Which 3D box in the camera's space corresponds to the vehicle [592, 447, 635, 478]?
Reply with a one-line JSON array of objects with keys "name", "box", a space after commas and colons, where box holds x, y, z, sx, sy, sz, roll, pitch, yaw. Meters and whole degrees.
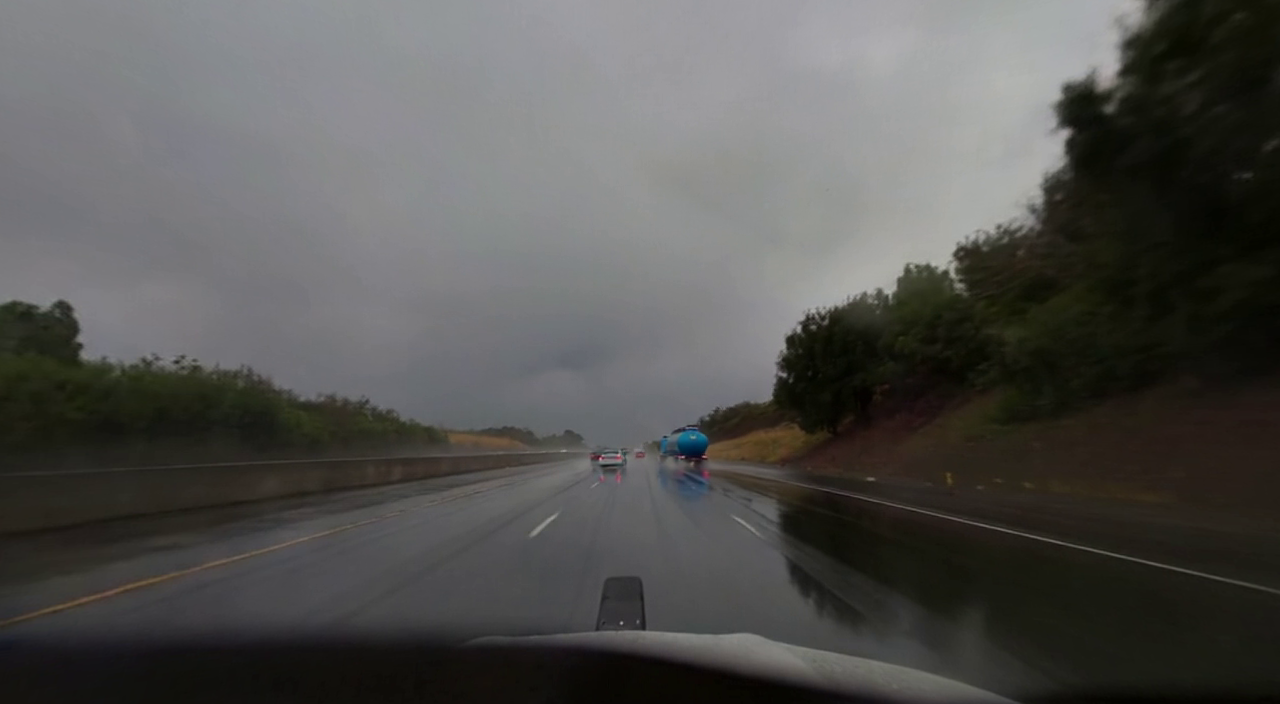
[{"name": "vehicle", "box": [-1.334, 5.794, 33.231, 2.013, 1.498, 3.908, -1, -9, 1]}]
